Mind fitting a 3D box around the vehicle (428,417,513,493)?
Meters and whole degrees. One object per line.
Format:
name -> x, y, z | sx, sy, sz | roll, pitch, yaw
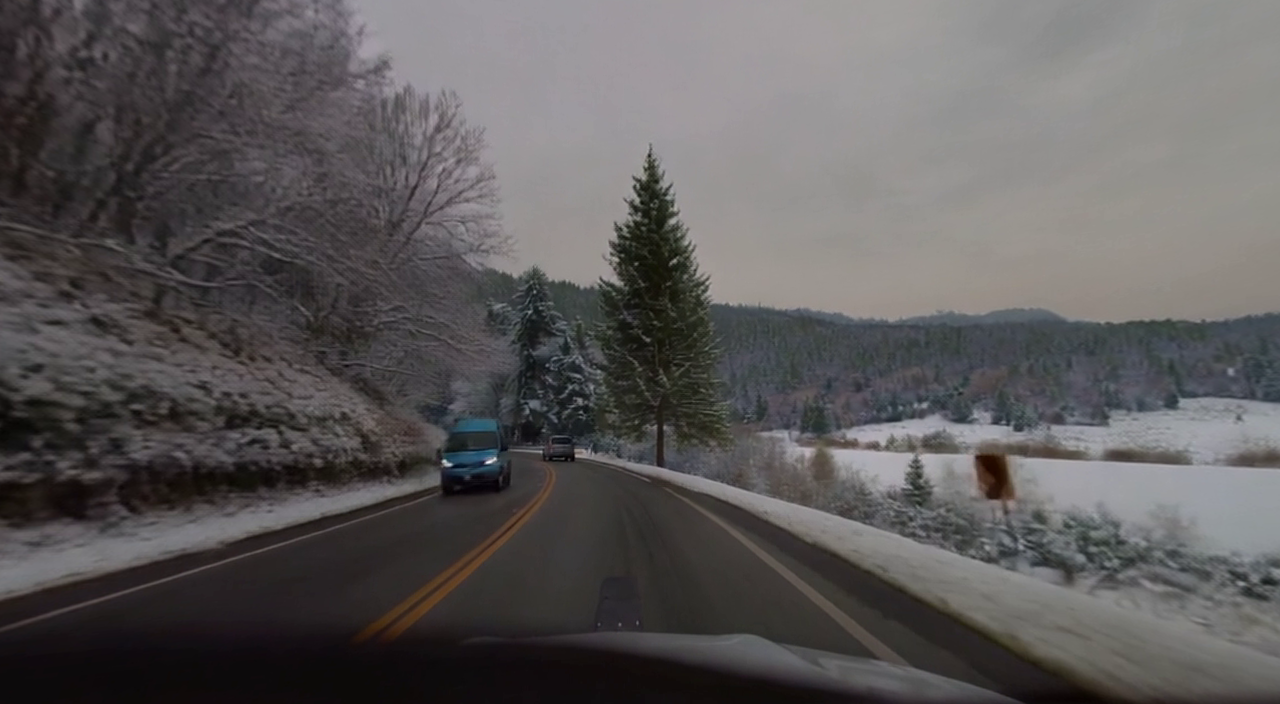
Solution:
vehicle -> -6.145, 3.796, 23.595 | 2.373, 2.488, 5.160 | 1, -9, -8
